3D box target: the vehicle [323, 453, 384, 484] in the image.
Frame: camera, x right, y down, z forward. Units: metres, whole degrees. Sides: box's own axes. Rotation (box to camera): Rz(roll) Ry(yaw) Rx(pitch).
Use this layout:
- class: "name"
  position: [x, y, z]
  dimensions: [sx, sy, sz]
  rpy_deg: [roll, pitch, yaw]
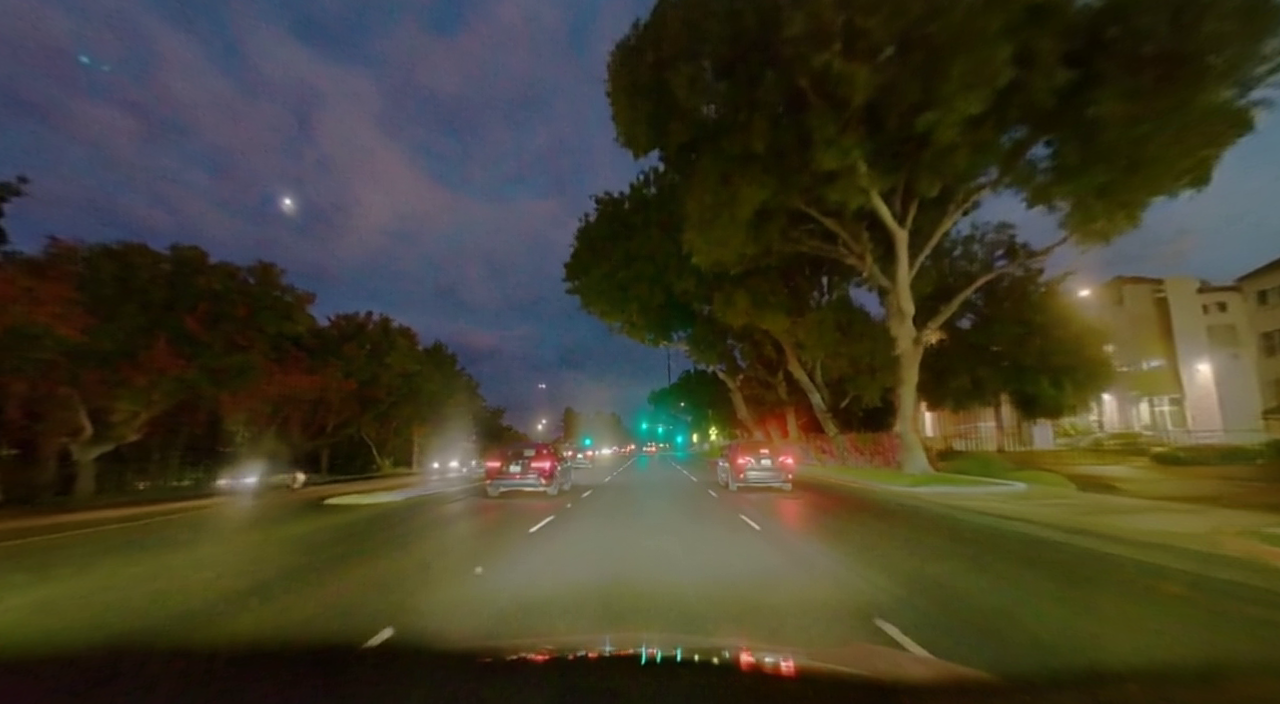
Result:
- class: "vehicle"
  position: [-22.272, 9.045, 49.201]
  dimensions: [2.523, 2.213, 4.637]
  rpy_deg: [0, -9, -1]

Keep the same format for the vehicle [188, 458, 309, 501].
- class: "vehicle"
  position: [-15.591, 5.083, 25.446]
  dimensions: [1.997, 1.472, 4.426]
  rpy_deg: [0, -9, 1]

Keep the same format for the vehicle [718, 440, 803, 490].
- class: "vehicle"
  position: [3.953, 3.794, 21.518]
  dimensions: [2.010, 1.486, 4.498]
  rpy_deg: [0, -9, 0]

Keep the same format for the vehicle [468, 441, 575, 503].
- class: "vehicle"
  position: [-3.140, 3.276, 17.696]
  dimensions: [2.053, 1.480, 4.381]
  rpy_deg: [0, -9, 1]

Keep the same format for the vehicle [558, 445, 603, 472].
- class: "vehicle"
  position: [-3.400, 6.176, 36.839]
  dimensions: [1.988, 1.497, 4.404]
  rpy_deg: [0, -9, 2]
